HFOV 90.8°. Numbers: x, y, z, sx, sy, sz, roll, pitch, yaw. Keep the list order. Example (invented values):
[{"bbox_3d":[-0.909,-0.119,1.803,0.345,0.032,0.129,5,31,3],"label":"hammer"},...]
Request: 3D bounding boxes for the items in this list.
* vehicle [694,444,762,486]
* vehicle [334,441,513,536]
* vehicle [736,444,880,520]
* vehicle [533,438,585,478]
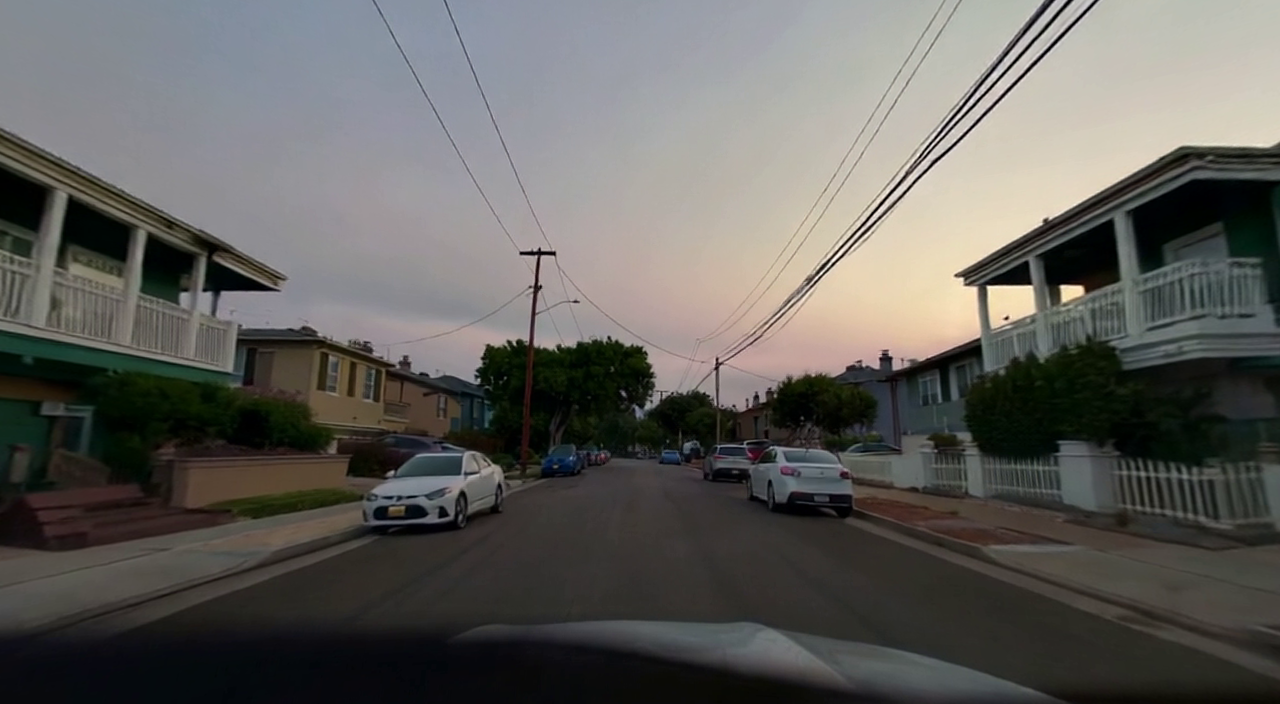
[{"bbox_3d":[3.458,4.553,25.723,2.019,1.536,4.405,0,-9,-2],"label":"vehicle"},{"bbox_3d":[-3.867,2.493,12.250,1.971,1.460,4.523,0,-9,-2],"label":"vehicle"},{"bbox_3d":[3.658,2.904,14.768,1.862,1.452,4.737,0,-9,-3],"label":"vehicle"},{"bbox_3d":[-4.109,5.501,32.992,2.057,1.887,5.053,0,-9,0],"label":"vehicle"}]
